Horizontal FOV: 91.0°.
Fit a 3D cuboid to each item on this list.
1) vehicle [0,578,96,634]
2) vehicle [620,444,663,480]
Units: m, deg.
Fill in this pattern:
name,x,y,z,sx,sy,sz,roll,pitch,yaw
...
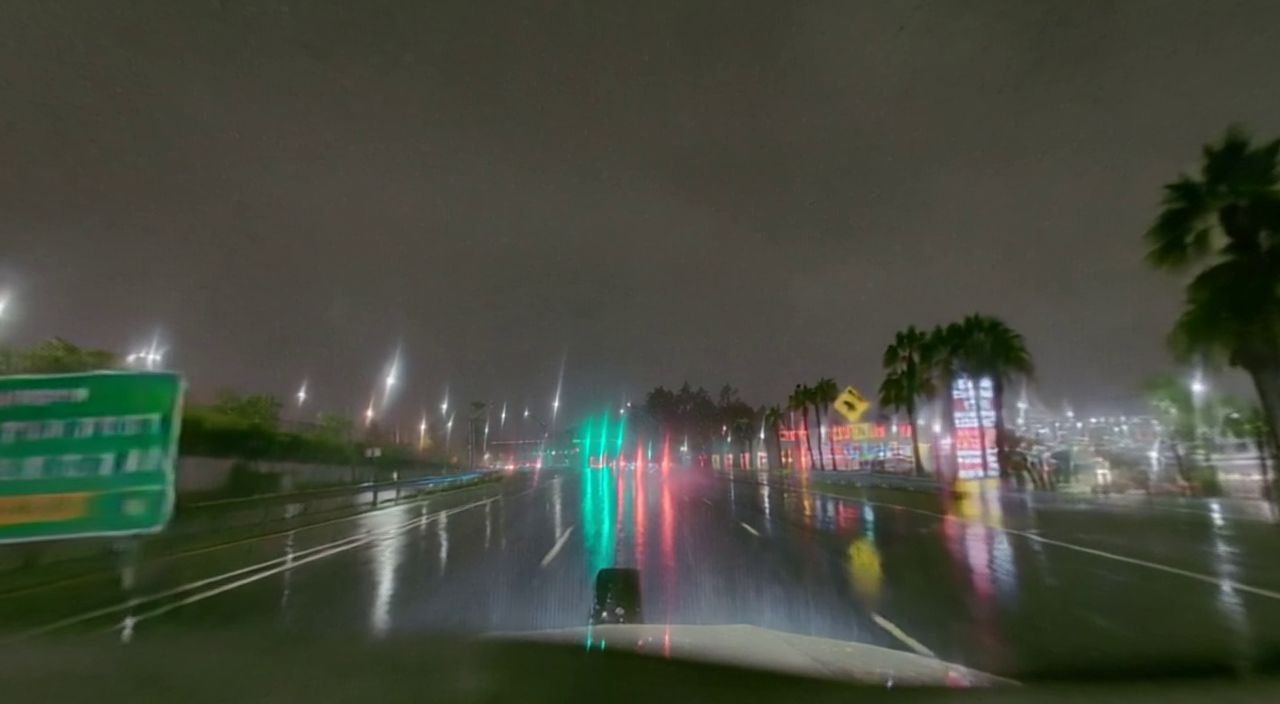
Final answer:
name,x,y,z,sx,sy,sz,roll,pitch,yaw
vehicle,-30.397,12.394,30.741,2.309,1.963,5.918,0,-14,-1
vehicle,0.039,5.742,33.115,2.089,1.718,4.193,0,-9,-1
